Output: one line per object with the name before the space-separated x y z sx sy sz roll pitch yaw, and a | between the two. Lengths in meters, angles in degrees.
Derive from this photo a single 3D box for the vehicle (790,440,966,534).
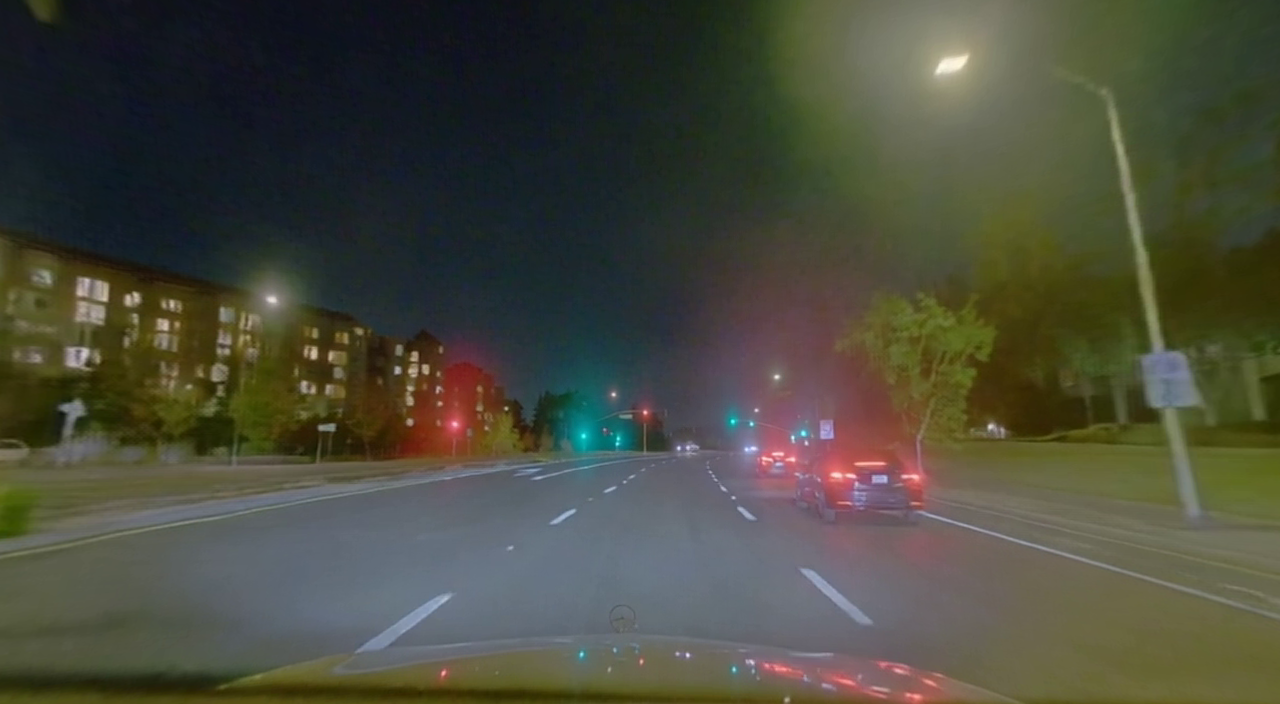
vehicle | 4.246 2.436 12.017 1.993 1.483 3.821 -1 -8 3

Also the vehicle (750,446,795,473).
vehicle | 7.751 6.281 37.327 2.144 1.473 4.638 -1 -9 6
